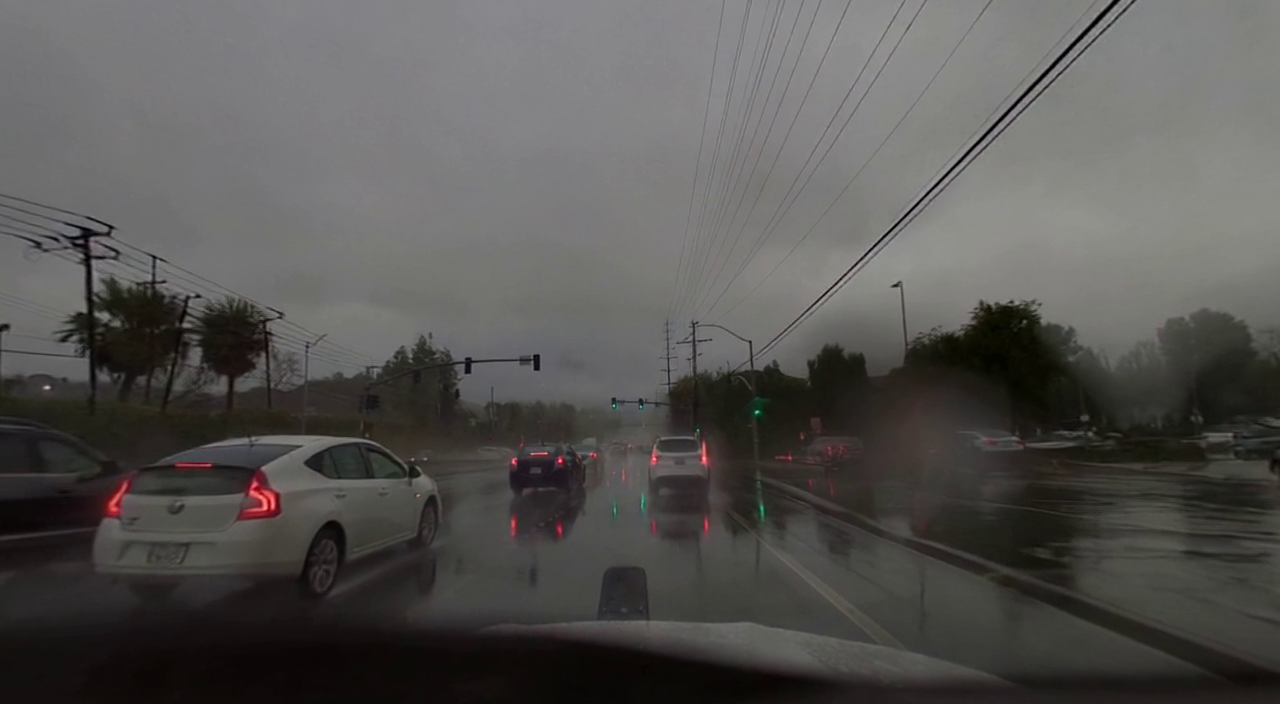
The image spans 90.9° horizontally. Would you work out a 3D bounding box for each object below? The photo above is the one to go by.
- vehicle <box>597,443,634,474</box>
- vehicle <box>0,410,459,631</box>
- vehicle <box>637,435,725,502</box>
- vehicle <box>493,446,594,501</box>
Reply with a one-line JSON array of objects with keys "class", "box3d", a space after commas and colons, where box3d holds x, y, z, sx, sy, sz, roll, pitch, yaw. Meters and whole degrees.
[{"class": "vehicle", "box3d": [-1.472, 6.546, 38.889, 1.788, 1.773, 3.731, -1, -9, 5]}, {"class": "vehicle", "box3d": [-3.755, 1.593, 6.999, 2.018, 1.621, 4.441, 0, -9, 2]}, {"class": "vehicle", "box3d": [1.121, 3.256, 18.014, 2.205, 1.691, 3.937, -1, -9, 2]}, {"class": "vehicle", "box3d": [-2.740, 3.570, 18.984, 2.105, 1.436, 4.311, -1, -9, 4]}]
